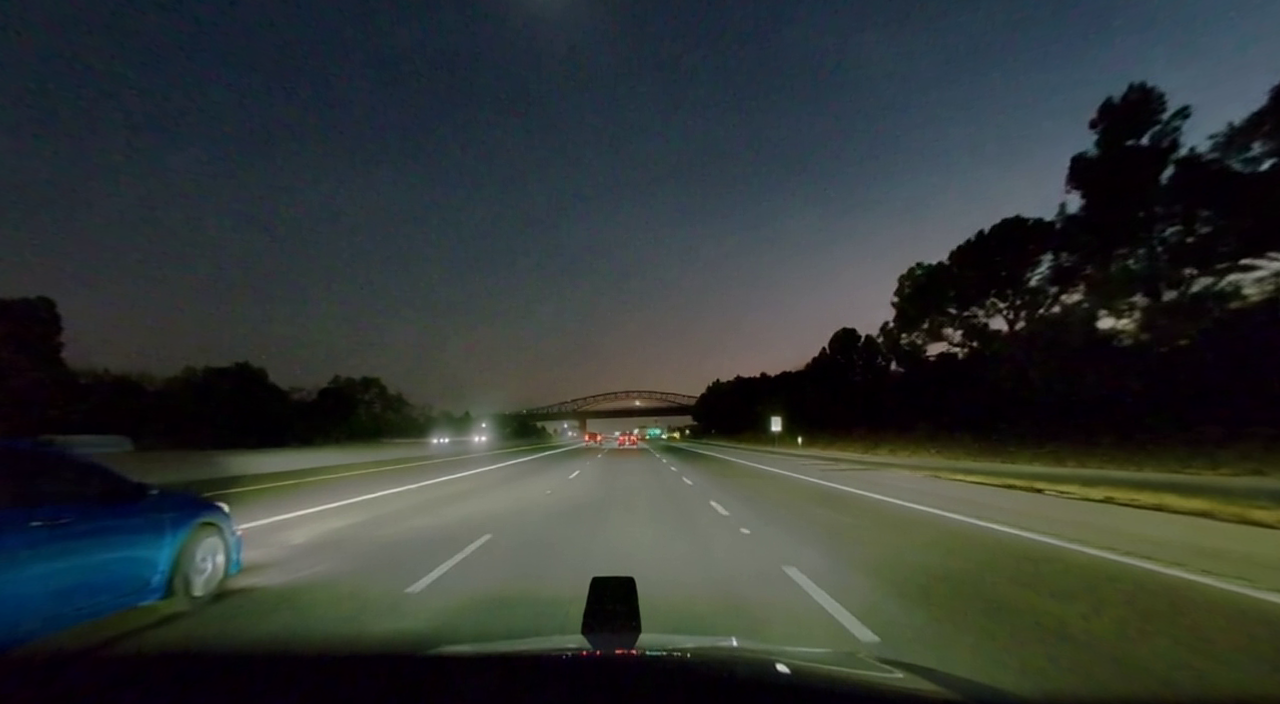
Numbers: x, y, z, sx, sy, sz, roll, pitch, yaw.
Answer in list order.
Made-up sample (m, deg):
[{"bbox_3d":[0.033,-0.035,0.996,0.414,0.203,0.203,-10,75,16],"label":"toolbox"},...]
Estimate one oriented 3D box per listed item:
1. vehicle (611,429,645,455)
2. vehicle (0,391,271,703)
[{"bbox_3d":[-0.797,5.987,41.853,2.116,1.625,4.004,0,-8,-1],"label":"vehicle"},{"bbox_3d":[-4.084,0.954,2.943,2.017,1.537,4.496,0,-8,-1],"label":"vehicle"}]
